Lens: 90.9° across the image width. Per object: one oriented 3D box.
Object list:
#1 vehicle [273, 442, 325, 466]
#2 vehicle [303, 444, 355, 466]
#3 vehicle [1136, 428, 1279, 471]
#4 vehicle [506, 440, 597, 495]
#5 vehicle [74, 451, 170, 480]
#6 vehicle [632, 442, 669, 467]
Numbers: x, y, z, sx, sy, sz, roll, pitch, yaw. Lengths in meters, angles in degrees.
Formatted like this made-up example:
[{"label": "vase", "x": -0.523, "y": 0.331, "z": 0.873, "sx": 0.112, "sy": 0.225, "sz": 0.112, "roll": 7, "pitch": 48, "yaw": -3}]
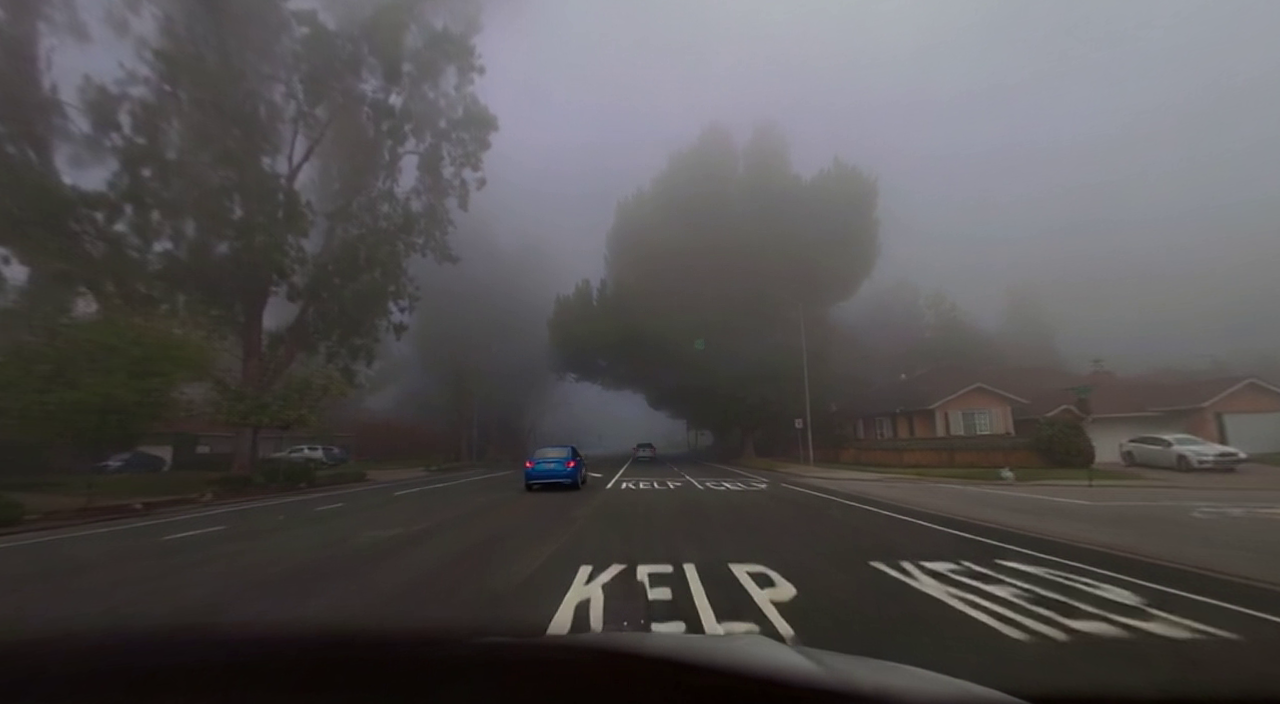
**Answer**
[{"label": "vehicle", "x": -25.756, "y": 7.712, "z": 47.749, "sx": 1.919, "sy": 1.701, "sz": 3.695, "roll": 0, "pitch": -8, "yaw": -2}, {"label": "vehicle", "x": -23.266, "y": 7.700, "z": 47.318, "sx": 1.894, "sy": 1.508, "sz": 3.783, "roll": 0, "pitch": -8, "yaw": 0}, {"label": "vehicle", "x": 22.787, "y": 3.887, "z": 25.167, "sx": 4.318, "sy": 1.601, "sz": 1.975, "roll": 0, "pitch": -8, "yaw": -3}, {"label": "vehicle", "x": -2.591, "y": 3.525, "z": 19.752, "sx": 2.158, "sy": 1.469, "sz": 4.909, "roll": 0, "pitch": -8, "yaw": 0}, {"label": "vehicle", "x": -28.682, "y": 6.264, "z": 35.086, "sx": 1.961, "sy": 1.470, "sz": 3.811, "roll": 0, "pitch": -8, "yaw": 3}, {"label": "vehicle", "x": 0.653, "y": 6.629, "z": 40.917, "sx": 2.226, "sy": 1.505, "sz": 4.128, "roll": 0, "pitch": -8, "yaw": 0}]
